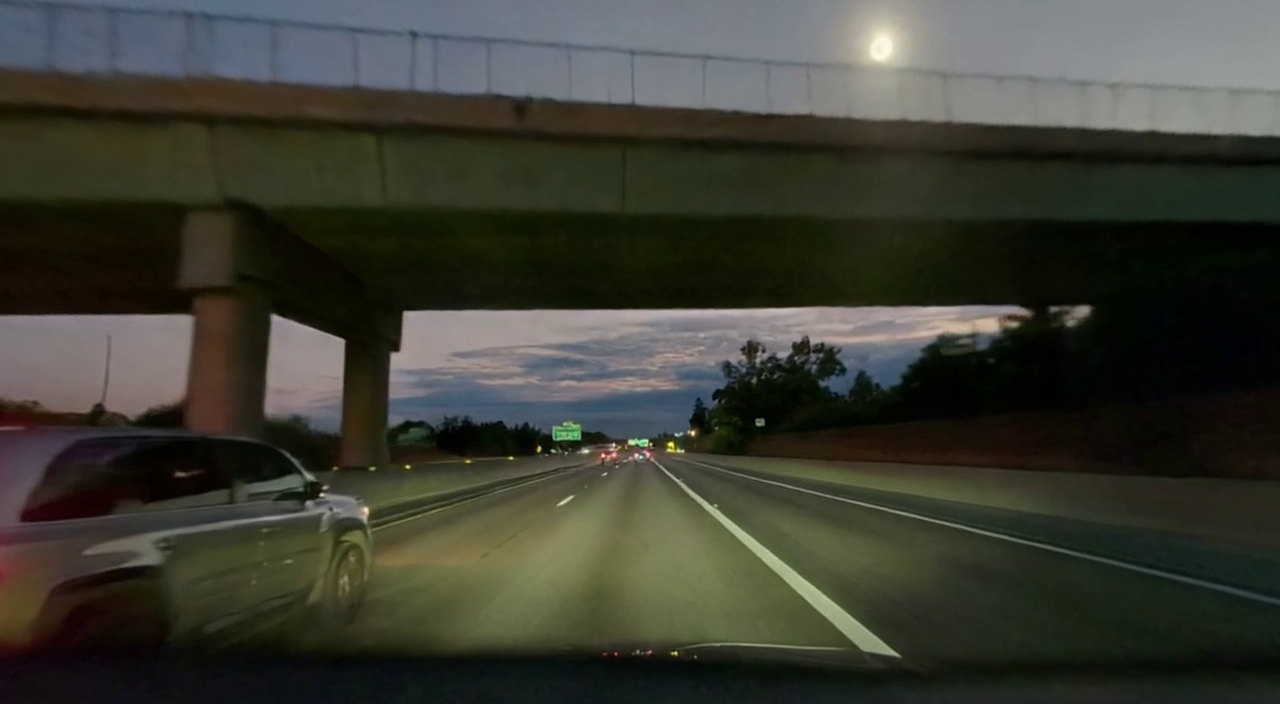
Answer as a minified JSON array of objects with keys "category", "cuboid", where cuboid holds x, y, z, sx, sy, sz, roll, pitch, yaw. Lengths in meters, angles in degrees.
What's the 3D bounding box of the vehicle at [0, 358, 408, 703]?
[{"category":"vehicle","cuboid":[-3.432,1.080,3.716,2.274,1.628,4.807,0,-9,0]}]
